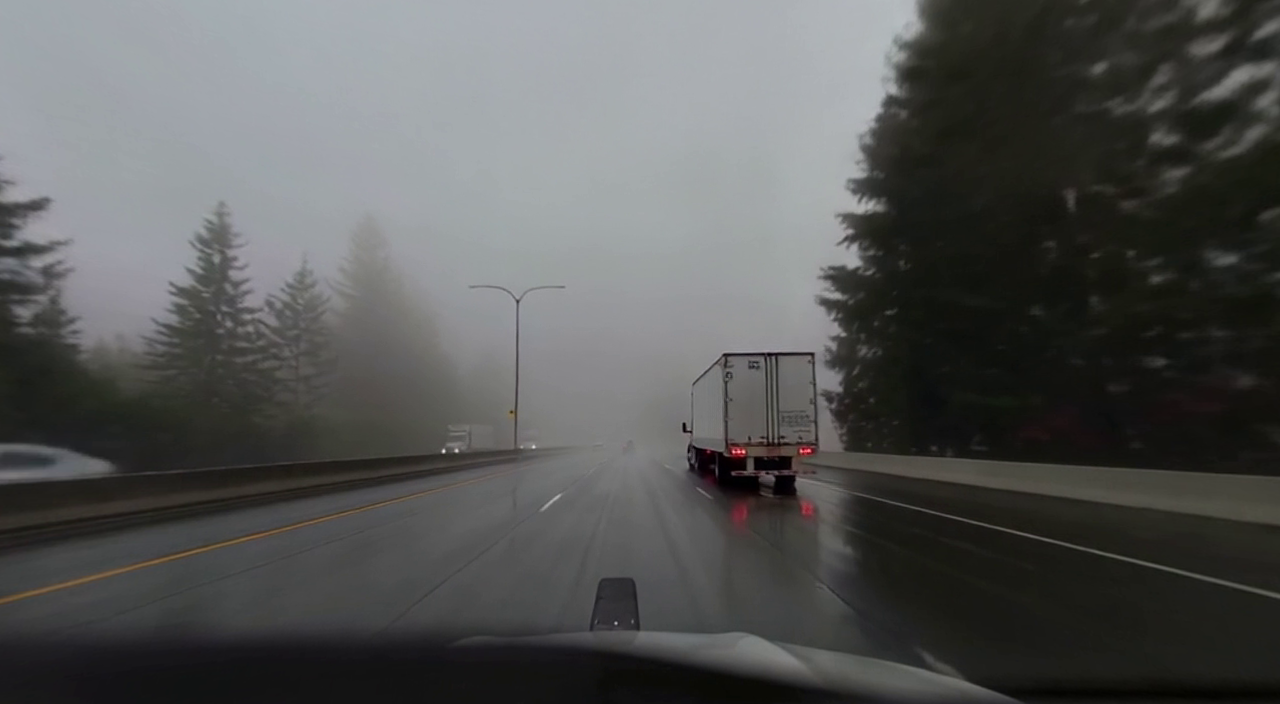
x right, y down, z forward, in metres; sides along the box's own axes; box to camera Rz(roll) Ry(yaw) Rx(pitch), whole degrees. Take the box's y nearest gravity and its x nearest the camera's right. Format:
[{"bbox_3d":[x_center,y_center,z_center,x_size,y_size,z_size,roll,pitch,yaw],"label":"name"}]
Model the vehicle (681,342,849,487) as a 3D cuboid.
[{"bbox_3d":[4.091,2.790,25.486,3.489,4.211,14.193,0,-8,-2],"label":"vehicle"}]
